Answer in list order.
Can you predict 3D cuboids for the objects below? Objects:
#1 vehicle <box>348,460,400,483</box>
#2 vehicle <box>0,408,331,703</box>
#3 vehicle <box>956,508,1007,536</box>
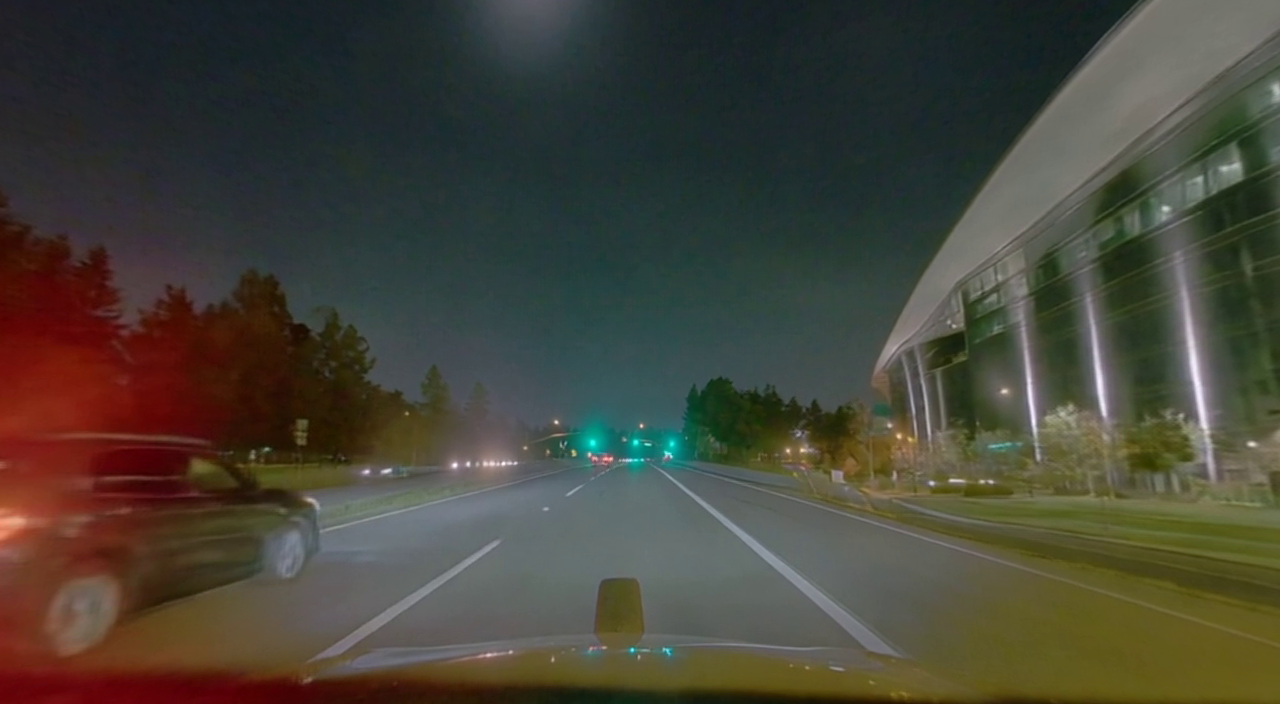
[{"bbox_3d":[-19.498,8.785,46.527,1.875,1.475,4.376,0,-8,0],"label":"vehicle"},{"bbox_3d":[-4.331,1.242,4.485,1.936,1.536,4.627,0,-8,0],"label":"vehicle"},{"bbox_3d":[26.591,13.230,49.368,1.914,1.715,3.814,-1,-10,2],"label":"vehicle"}]
